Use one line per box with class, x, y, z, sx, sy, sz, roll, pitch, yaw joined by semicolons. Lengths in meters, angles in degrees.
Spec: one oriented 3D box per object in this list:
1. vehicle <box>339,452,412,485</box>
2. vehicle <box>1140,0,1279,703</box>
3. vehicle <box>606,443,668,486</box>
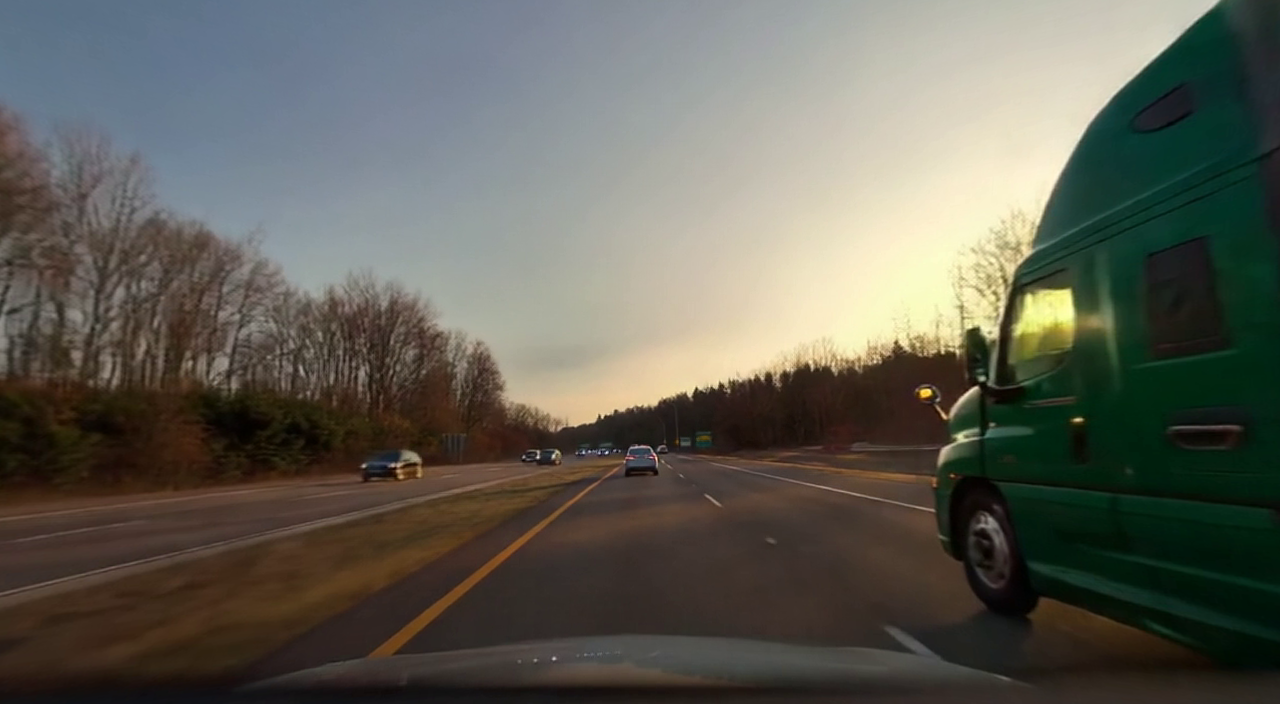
vehicle;-13.254;5.808;31.663;1.890;1.513;4.081;0;-9;0
vehicle;4.458;-0.570;0.228;3.351;3.699;5.995;0;-9;-1
vehicle;-0.142;4.394;24.692;2.244;1.506;4.097;0;-9;-1
